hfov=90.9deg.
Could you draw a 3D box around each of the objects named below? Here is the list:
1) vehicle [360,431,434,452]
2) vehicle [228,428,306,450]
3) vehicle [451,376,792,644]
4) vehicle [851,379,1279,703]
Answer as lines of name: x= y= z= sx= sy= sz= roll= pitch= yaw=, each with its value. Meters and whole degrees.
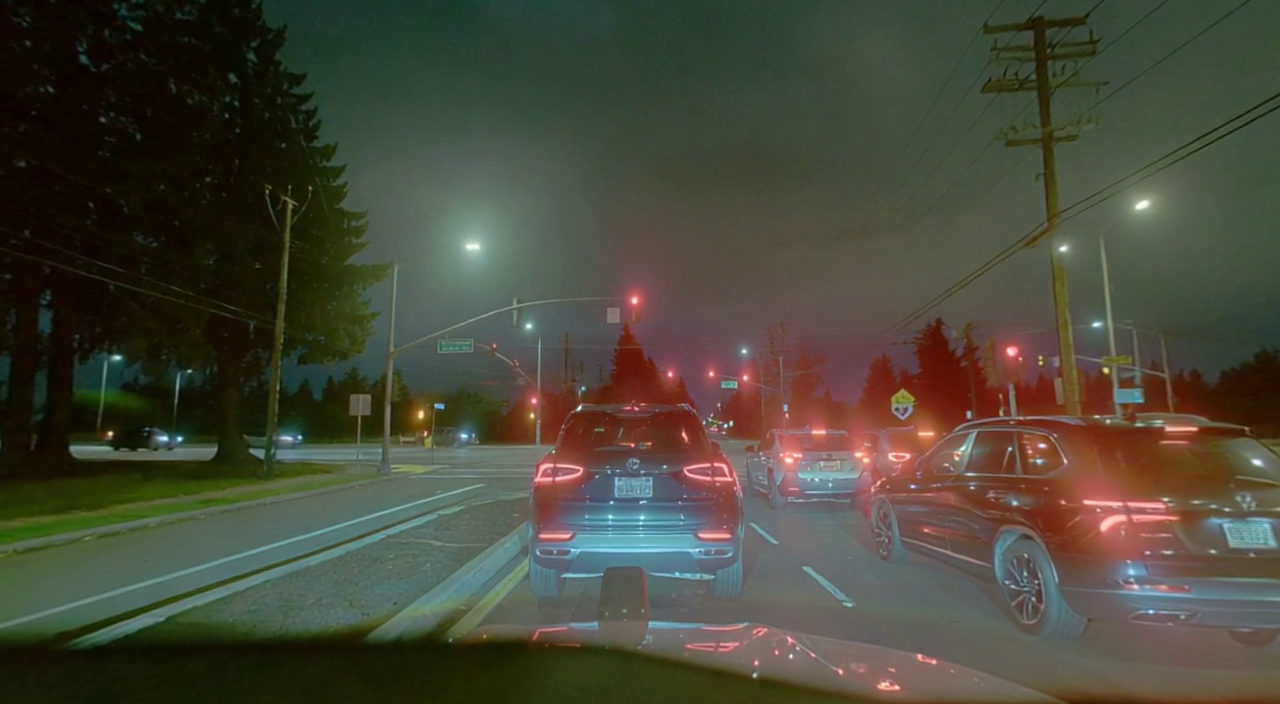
vehicle: x=-17.797 y=6.554 z=46.353 sx=4.607 sy=1.478 sz=1.995 roll=0 pitch=-8 yaw=0
vehicle: x=-27.842 y=6.520 z=47.200 sx=4.587 sy=1.639 sz=1.878 roll=0 pitch=-8 yaw=0
vehicle: x=-0.174 y=1.374 z=6.533 sx=2.271 sy=1.786 sz=4.443 roll=0 pitch=-8 yaw=-1
vehicle: x=3.537 y=1.300 z=5.466 sx=1.948 sy=1.677 sz=4.437 roll=0 pitch=-8 yaw=1
